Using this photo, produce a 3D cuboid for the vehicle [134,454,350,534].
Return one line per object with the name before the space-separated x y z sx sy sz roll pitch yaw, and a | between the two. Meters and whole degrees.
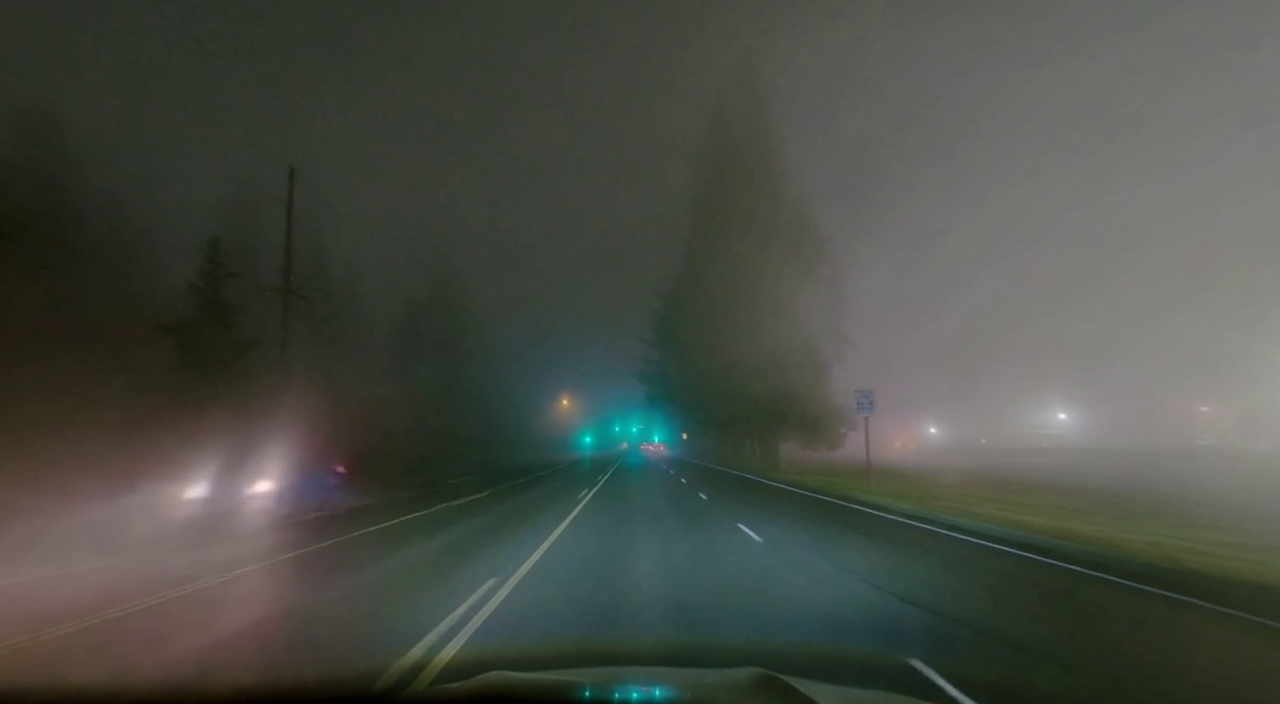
vehicle | -8.893 3.162 14.772 2.011 1.482 4.671 0 -8 0
